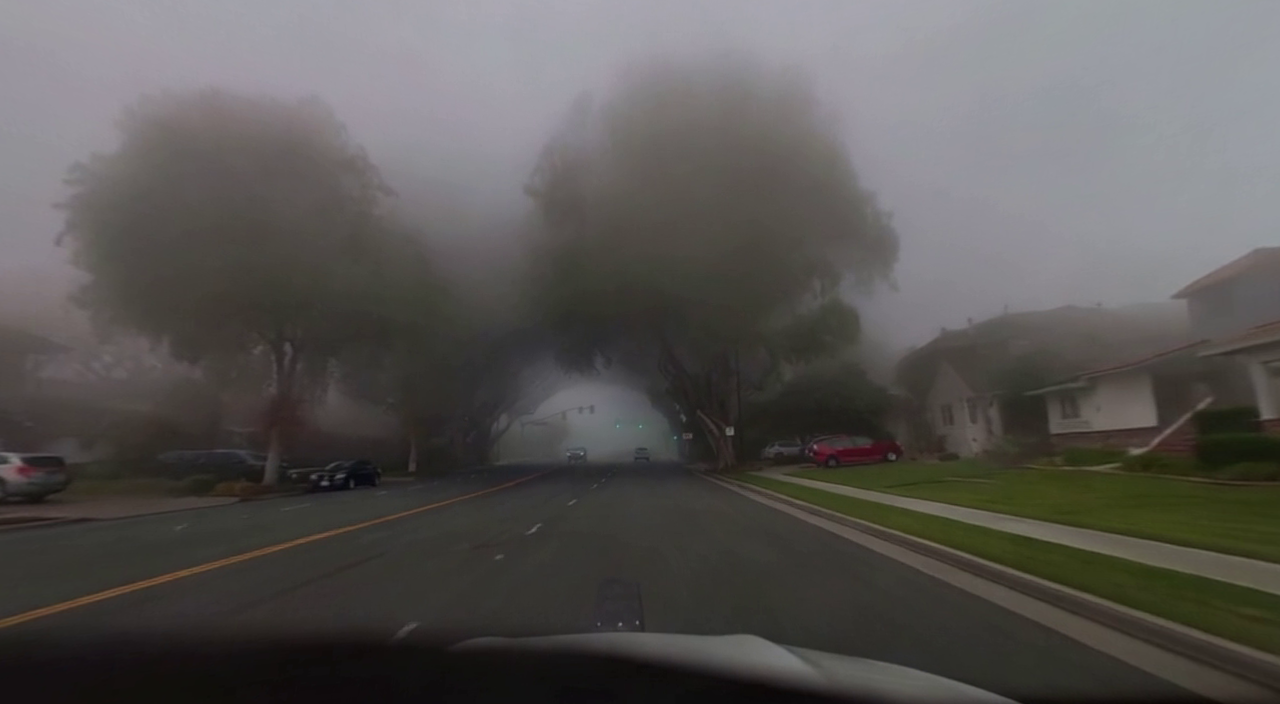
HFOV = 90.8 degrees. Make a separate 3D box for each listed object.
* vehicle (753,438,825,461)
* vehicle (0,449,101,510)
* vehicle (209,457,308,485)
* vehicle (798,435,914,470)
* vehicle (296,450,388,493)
[{"bbox_3d":[10.679,7.014,45.429,4.675,1.520,1.925,0,-9,0],"label":"vehicle"},{"bbox_3d":[-21.159,4.181,20.929,4.756,1.869,2.042,-1,-9,3],"label":"vehicle"},{"bbox_3d":[-21.135,6.604,35.086,4.284,1.431,1.811,0,-9,0],"label":"vehicle"},{"bbox_3d":[9.991,4.670,29.494,4.660,1.513,2.067,0,-9,-1],"label":"vehicle"},{"bbox_3d":[-14.410,5.755,30.957,2.008,1.908,5.305,0,-9,-1],"label":"vehicle"}]
